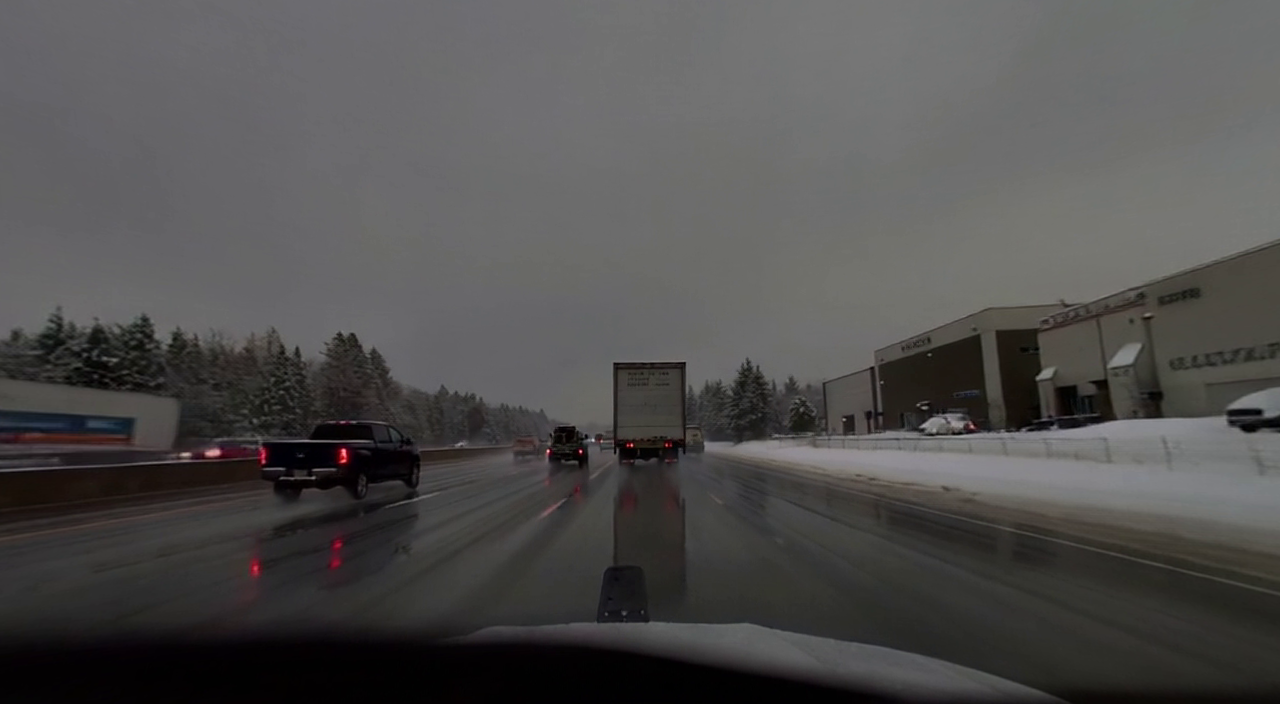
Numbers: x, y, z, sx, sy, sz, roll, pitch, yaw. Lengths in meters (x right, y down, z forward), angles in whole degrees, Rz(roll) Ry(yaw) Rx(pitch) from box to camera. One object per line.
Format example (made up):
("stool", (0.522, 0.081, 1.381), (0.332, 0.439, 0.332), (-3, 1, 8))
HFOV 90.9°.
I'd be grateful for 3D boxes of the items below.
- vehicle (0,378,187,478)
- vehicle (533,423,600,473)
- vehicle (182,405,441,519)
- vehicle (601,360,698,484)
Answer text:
("vehicle", (-24.012, 3.350, 26.588), (2.767, 3.509, 9.241), (0, -9, 0))
("vehicle", (-3.276, 4.510, 29.662), (2.379, 2.075, 6.169), (0, -9, 0))
("vehicle", (-6.683, 2.365, 14.024), (2.479, 1.978, 5.952), (0, -9, 1))
("vehicle", (0.268, 2.871, 24.241), (2.941, 3.794, 9.851), (0, -9, 0))
